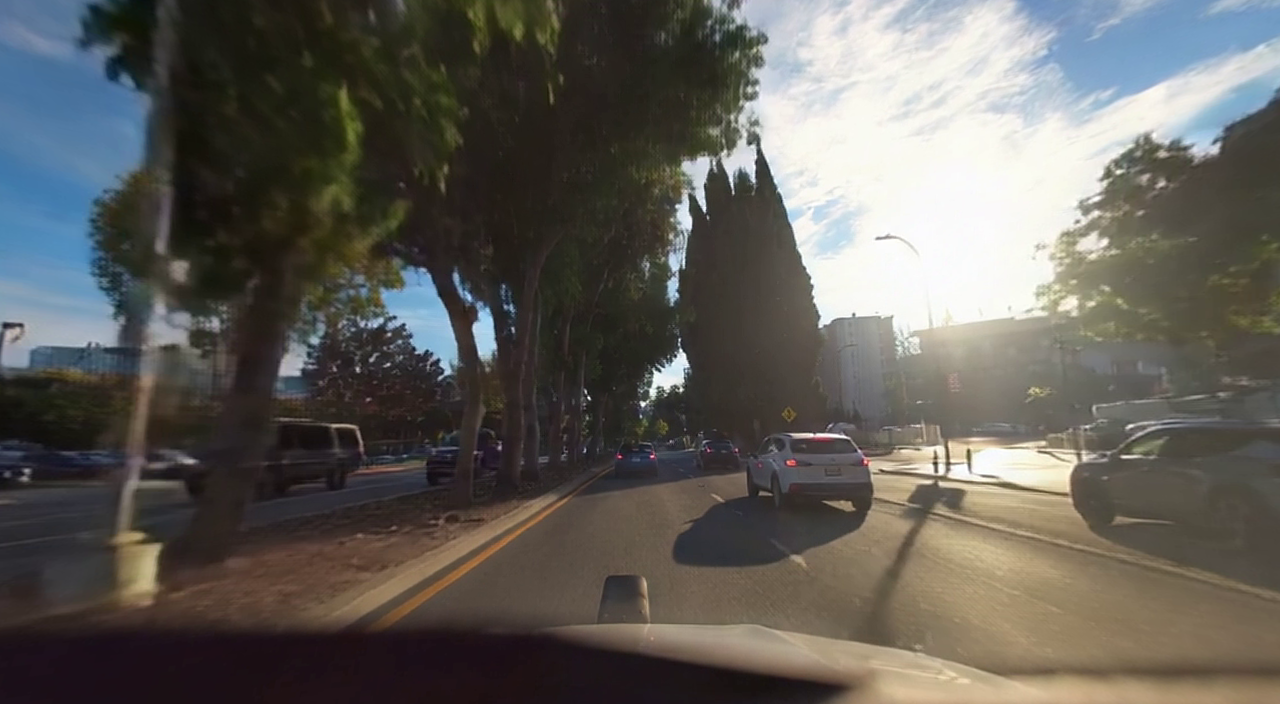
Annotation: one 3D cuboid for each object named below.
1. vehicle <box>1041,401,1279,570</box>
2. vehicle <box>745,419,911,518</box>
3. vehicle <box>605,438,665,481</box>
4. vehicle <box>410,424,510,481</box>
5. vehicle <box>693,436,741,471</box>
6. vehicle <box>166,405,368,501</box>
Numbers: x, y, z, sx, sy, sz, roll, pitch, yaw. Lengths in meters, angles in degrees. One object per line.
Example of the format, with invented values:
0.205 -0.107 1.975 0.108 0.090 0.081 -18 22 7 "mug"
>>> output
7.587 1.626 8.029 2.008 1.714 4.407 0 -9 1 "vehicle"
3.661 2.388 13.216 2.130 1.718 4.310 0 -9 0 "vehicle"
-0.138 4.099 24.125 2.111 1.506 4.018 0 -9 1 "vehicle"
-7.608 4.360 27.313 2.469 2.200 5.517 0 -9 3 "vehicle"
4.042 5.419 33.611 1.982 1.709 4.427 0 -9 0 "vehicle"
-11.174 3.132 19.587 2.585 2.507 5.743 0 -9 2 "vehicle"
